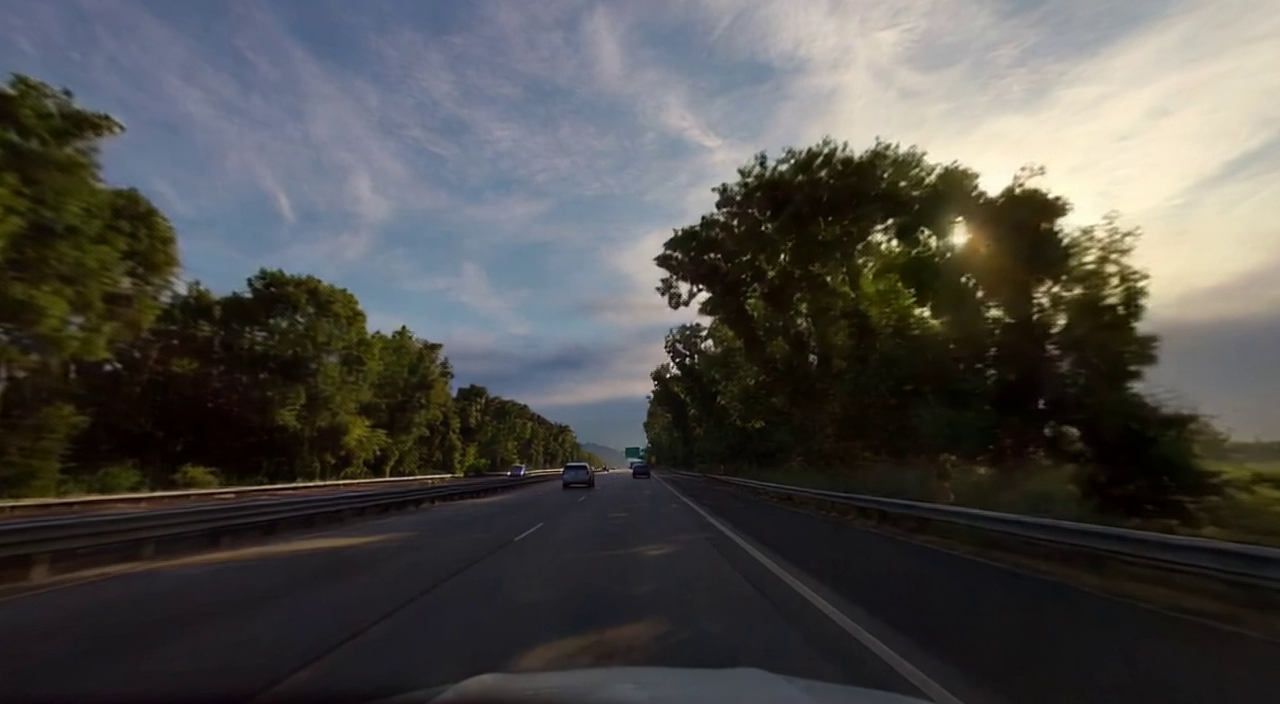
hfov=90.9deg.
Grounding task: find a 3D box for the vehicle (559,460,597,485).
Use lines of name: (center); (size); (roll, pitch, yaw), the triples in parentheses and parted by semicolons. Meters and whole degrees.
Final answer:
vehicle: (-4.037, 8.004, 41.941); (2.081, 1.586, 4.245); (1, -10, 0)
